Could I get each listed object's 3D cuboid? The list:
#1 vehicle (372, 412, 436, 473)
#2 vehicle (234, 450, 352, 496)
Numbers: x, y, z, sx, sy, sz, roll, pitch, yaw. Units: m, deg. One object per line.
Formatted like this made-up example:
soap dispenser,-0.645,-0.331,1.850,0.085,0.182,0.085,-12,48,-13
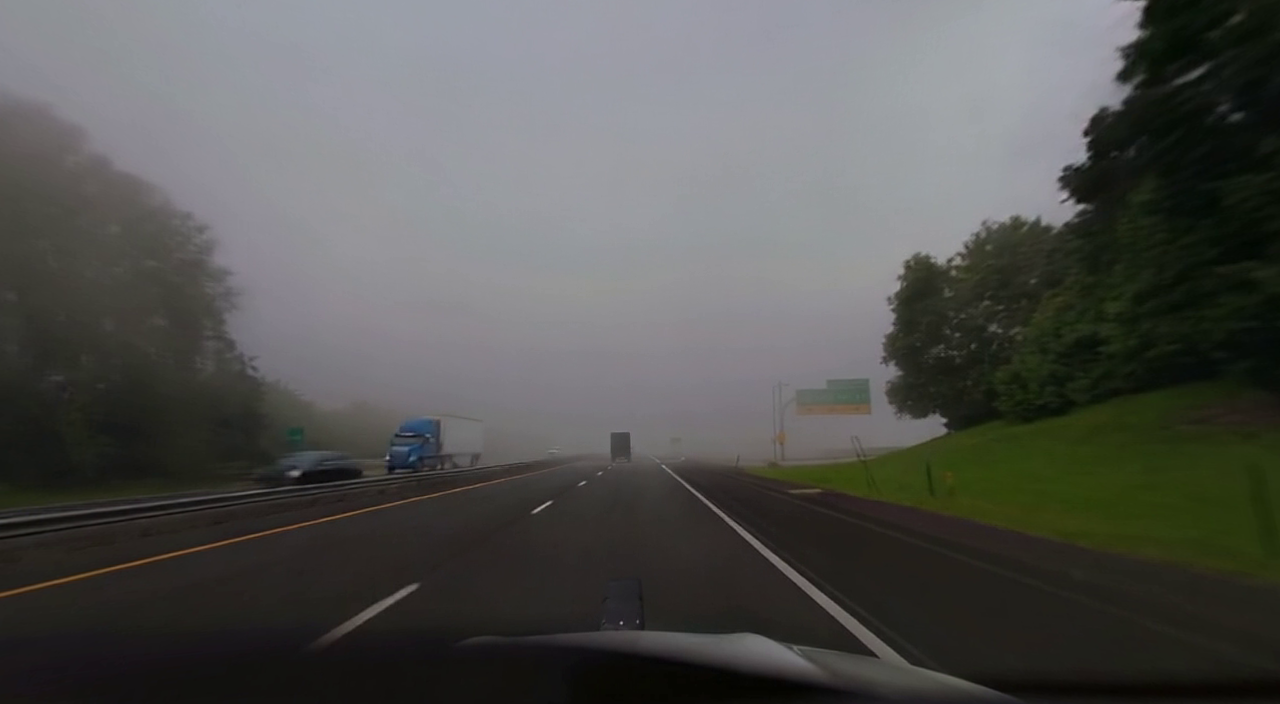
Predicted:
vehicle,-16.223,6.253,43.610,3.104,3.970,2.917,-1,-9,1
vehicle,-12.086,4.198,22.313,1.870,1.446,4.016,0,-9,0
